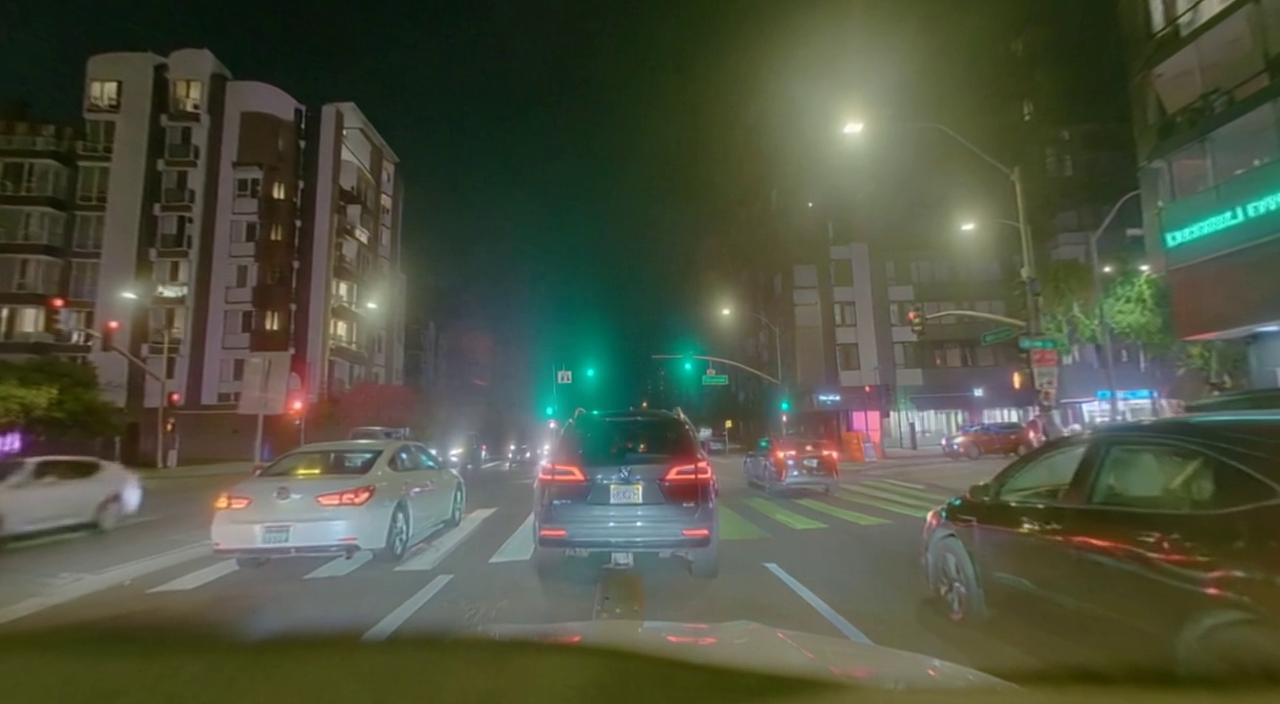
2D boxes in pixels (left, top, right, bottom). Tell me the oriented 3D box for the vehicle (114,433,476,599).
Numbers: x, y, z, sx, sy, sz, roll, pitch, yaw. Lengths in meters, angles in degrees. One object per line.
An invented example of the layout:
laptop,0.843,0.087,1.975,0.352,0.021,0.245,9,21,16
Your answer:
vehicle,-3.780,1.845,8.208,2.055,1.488,4.733,0,-8,0

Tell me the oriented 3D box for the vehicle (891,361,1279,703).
vehicle,3.177,1.006,3.374,1.906,1.608,4.137,0,-8,-1

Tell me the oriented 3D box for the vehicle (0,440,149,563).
vehicle,-8.810,1.874,8.012,1.927,1.489,4.084,0,-8,-2

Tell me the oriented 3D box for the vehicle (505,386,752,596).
vehicle,-0.123,1.620,8.399,2.206,1.858,5.332,0,-8,0
